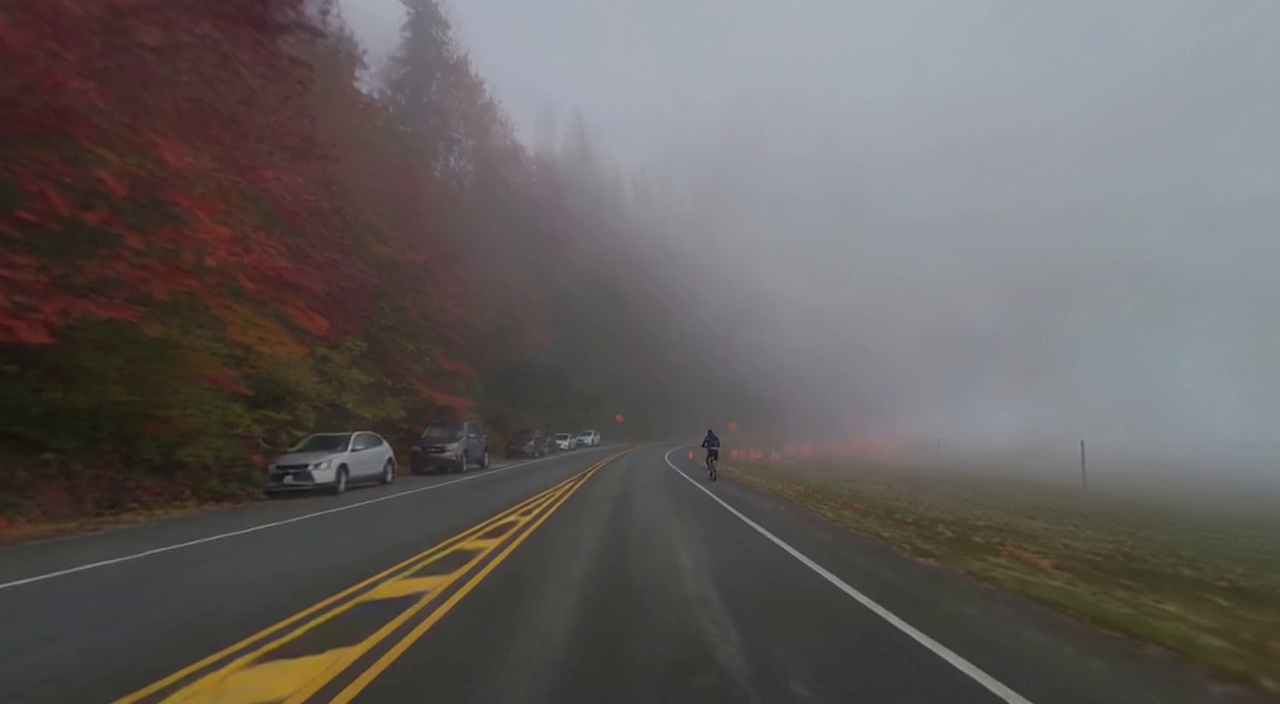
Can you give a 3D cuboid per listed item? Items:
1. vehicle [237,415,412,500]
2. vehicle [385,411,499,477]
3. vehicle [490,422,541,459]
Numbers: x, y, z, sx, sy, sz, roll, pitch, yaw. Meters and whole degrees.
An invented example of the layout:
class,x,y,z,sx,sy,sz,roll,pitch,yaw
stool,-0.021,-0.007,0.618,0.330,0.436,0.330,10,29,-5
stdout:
class,x,y,z,sx,sy,sz,roll,pitch,yaw
vehicle,-7.739,2.617,16.119,1.991,1.759,4.443,-3,-8,4
vehicle,-7.273,3.488,23.964,2.312,2.075,5.748,-3,-9,2
vehicle,-7.288,5.277,37.484,1.955,1.908,4.680,-5,-9,0
